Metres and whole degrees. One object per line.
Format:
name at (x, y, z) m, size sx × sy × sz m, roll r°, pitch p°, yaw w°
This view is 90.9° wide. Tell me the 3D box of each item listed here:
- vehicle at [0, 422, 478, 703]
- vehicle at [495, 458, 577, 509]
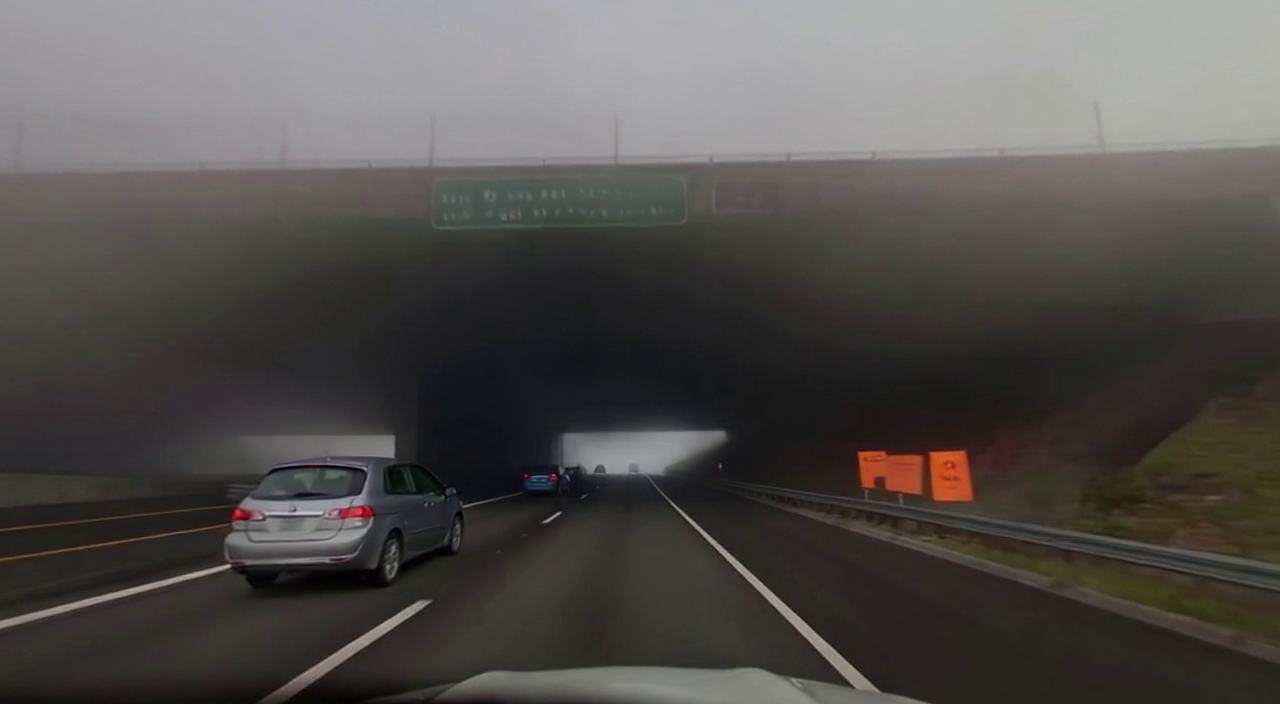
vehicle at (-3.213, 1.581, 5.792) m, size 2.023 × 1.507 × 5.082 m, roll 1°, pitch -10°, yaw 1°
vehicle at (-3.298, 4.279, 20.707) m, size 1.992 × 1.466 × 3.690 m, roll 1°, pitch -10°, yaw 1°
